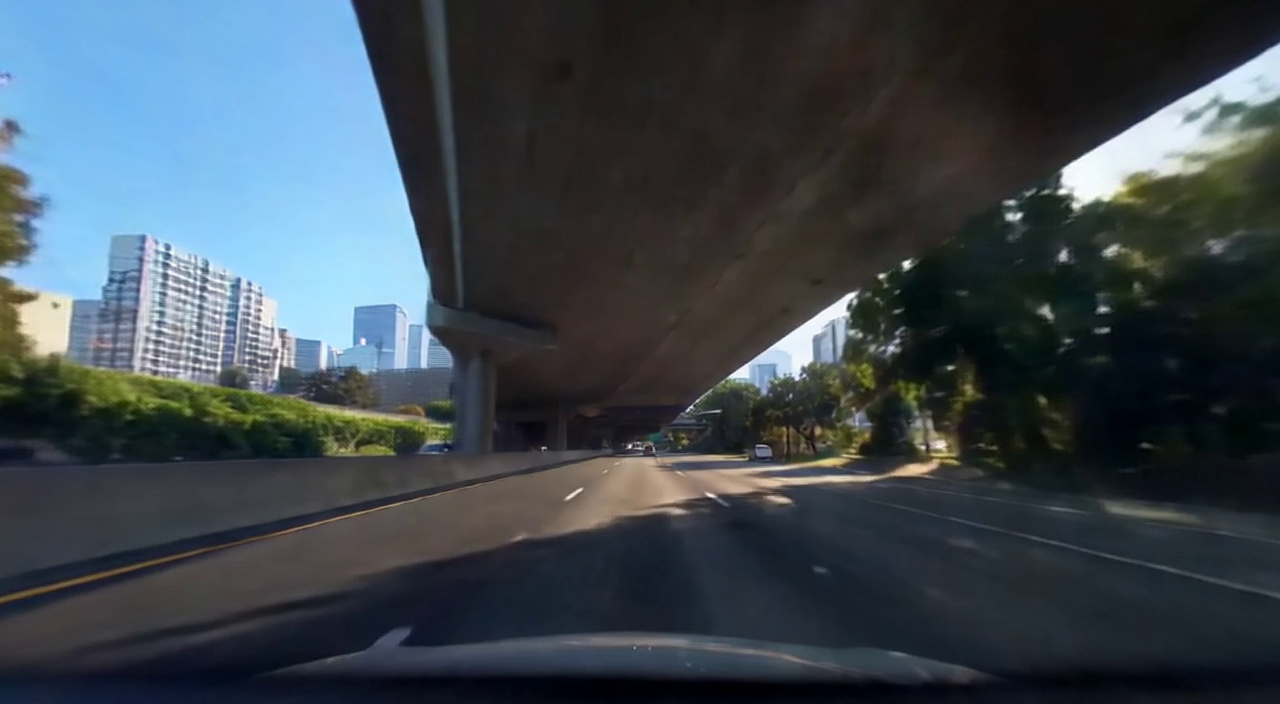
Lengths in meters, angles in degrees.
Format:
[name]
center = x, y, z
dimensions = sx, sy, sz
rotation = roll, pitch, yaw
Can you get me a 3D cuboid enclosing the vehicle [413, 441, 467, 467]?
[vehicle]
center = -14.025, 7.195, 44.591
dimensions = 2.204, 1.708, 4.922
rotation = 0, -9, 0
